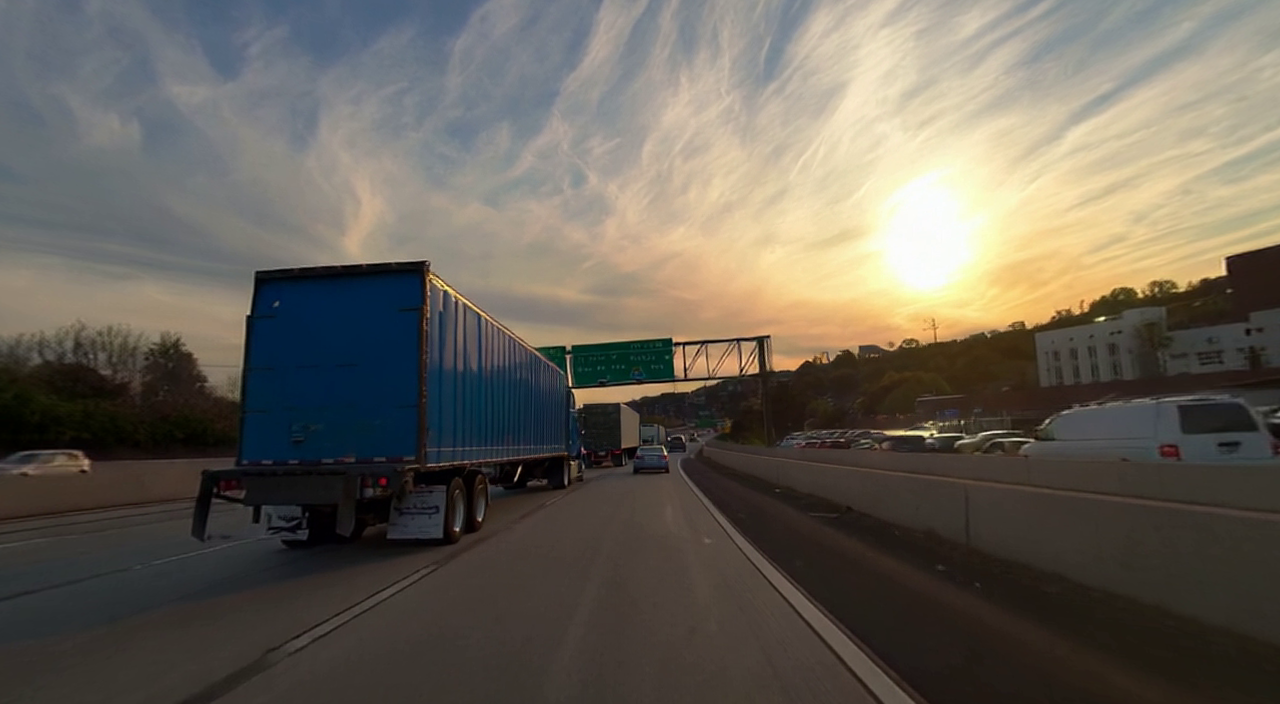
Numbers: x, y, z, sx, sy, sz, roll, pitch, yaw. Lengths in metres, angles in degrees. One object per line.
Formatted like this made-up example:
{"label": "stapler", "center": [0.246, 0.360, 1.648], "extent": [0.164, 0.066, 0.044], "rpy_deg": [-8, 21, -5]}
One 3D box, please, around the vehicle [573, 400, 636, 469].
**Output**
{"label": "vehicle", "center": [-2.079, 5.492, 41.240], "extent": [3.073, 3.894, 9.782], "rpy_deg": [-1, -9, 3]}

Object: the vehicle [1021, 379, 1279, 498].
{"label": "vehicle", "center": [13.947, 2.413, 17.344], "extent": [2.679, 2.597, 7.126], "rpy_deg": [-1, -9, 3]}

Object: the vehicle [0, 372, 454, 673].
{"label": "vehicle", "center": [-3.620, 1.247, 5.535], "extent": [2.896, 1.779, 3.441], "rpy_deg": [0, -8, 0]}

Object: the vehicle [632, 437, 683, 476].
{"label": "vehicle", "center": [0.835, 4.742, 28.777], "extent": [2.178, 1.640, 4.071], "rpy_deg": [-1, -9, 3]}
